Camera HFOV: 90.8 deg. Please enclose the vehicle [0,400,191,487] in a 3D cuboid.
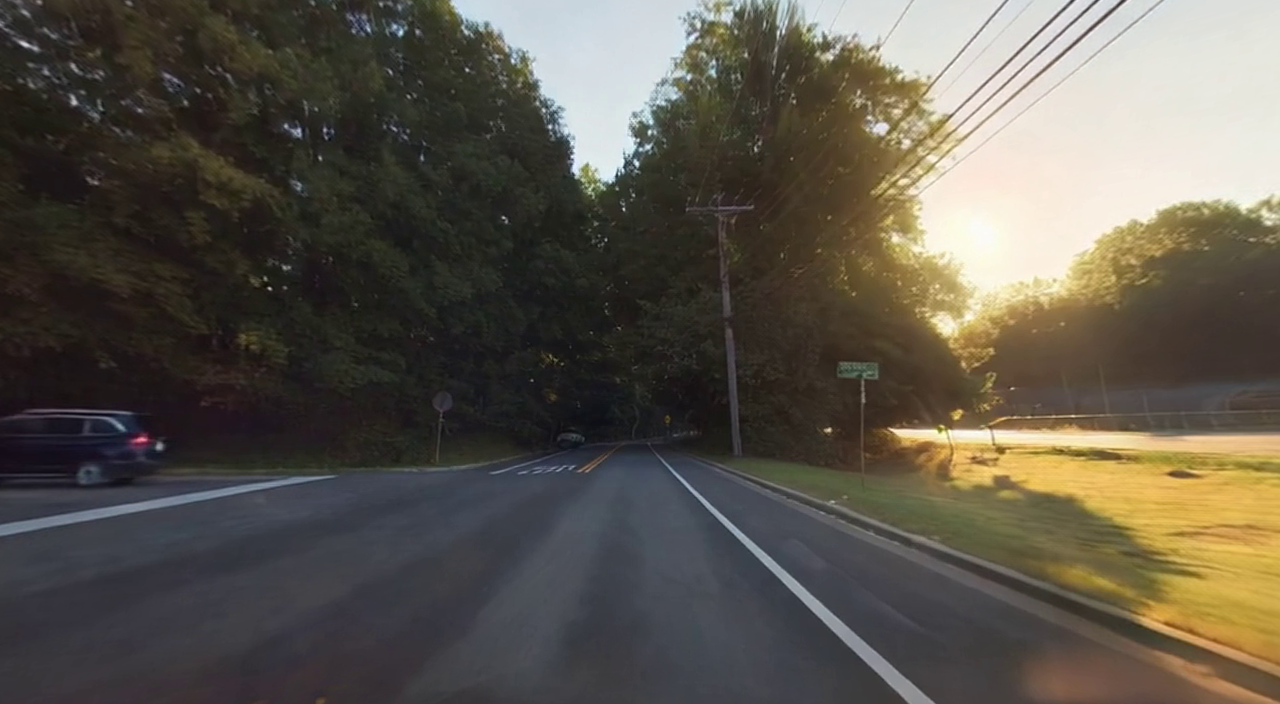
[{"bbox_3d":[-14.620,2.284,15.762,5.020,1.973,2.348,3,-9,-21],"label":"vehicle"}]
